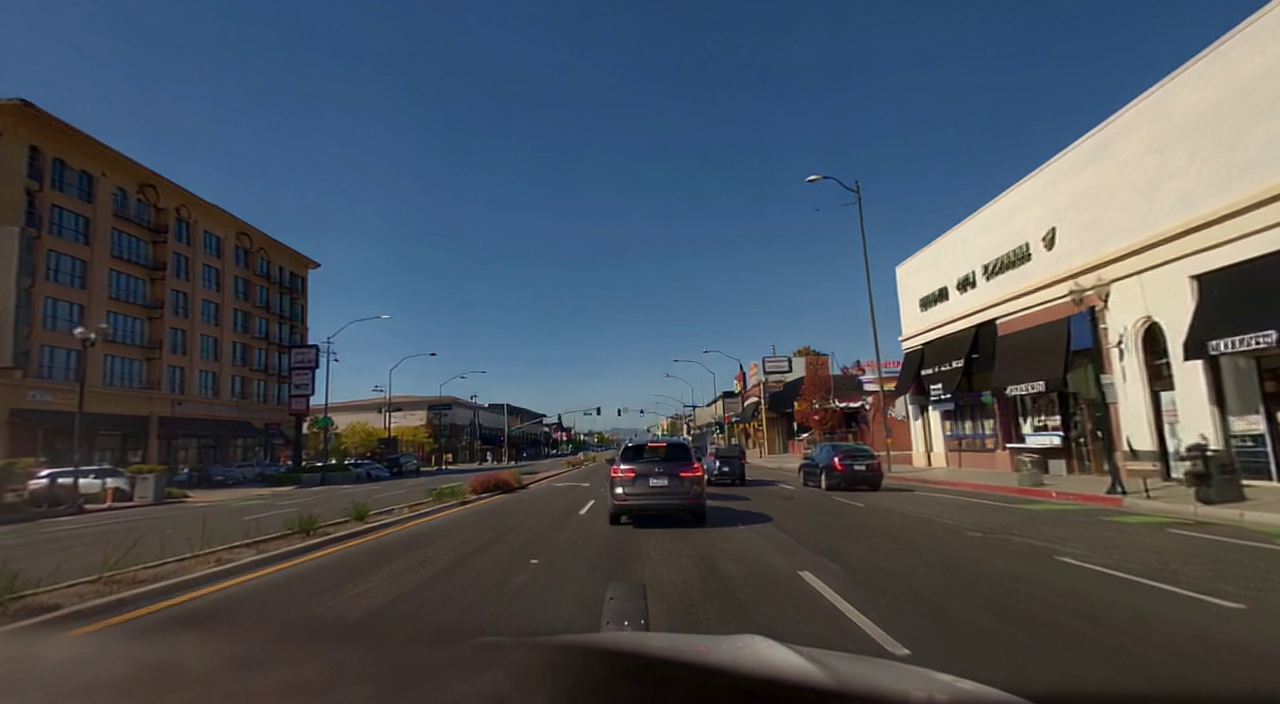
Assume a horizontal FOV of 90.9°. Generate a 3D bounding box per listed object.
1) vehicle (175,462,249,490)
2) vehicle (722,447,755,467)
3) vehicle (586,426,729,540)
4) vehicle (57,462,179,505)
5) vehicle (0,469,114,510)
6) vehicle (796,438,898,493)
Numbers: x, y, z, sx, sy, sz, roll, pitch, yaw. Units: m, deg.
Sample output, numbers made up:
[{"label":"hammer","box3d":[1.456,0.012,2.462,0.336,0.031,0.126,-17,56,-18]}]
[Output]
[{"label":"vehicle","box3d":[-27.876,8.064,41.176,1.861,1.578,4.152,0,-8,1]},{"label":"vehicle","box3d":[7.746,8.313,49.993,1.900,1.507,4.151,0,-8,0]},{"label":"vehicle","box3d":[0.240,2.240,11.396,2.125,1.669,3.880,0,-8,-1]},{"label":"vehicle","box3d":[-25.865,6.490,31.500,2.026,1.808,4.835,0,-9,-2]},{"label":"vehicle","box3d":[-28.724,6.749,31.235,2.018,1.716,4.042,-2,-10,-5]},{"label":"vehicle","box3d":[6.739,3.738,21.094,2.086,1.627,4.294,0,-8,2]}]
